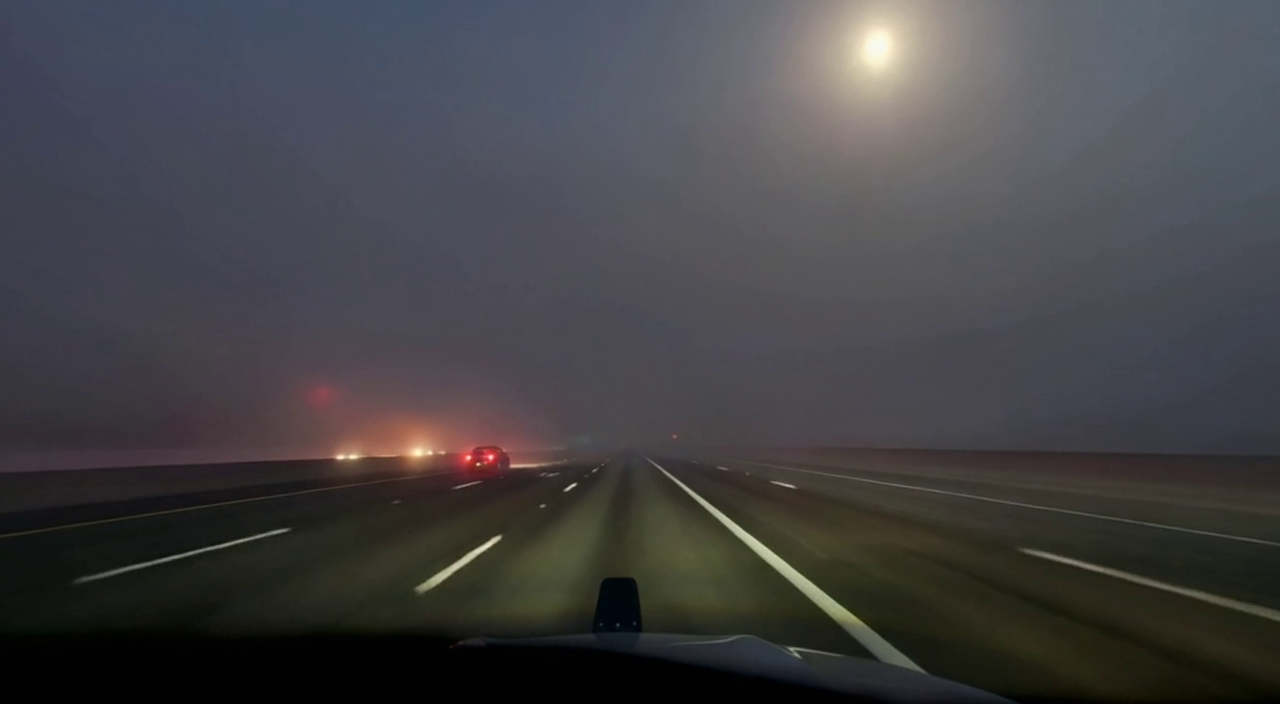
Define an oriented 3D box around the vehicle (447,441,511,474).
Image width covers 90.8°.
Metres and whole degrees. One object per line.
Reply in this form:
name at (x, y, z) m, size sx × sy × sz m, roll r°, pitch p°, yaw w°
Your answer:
vehicle at (-8.138, 5.349, 32.474) m, size 2.005 × 1.545 × 4.874 m, roll 0°, pitch -8°, yaw 0°
